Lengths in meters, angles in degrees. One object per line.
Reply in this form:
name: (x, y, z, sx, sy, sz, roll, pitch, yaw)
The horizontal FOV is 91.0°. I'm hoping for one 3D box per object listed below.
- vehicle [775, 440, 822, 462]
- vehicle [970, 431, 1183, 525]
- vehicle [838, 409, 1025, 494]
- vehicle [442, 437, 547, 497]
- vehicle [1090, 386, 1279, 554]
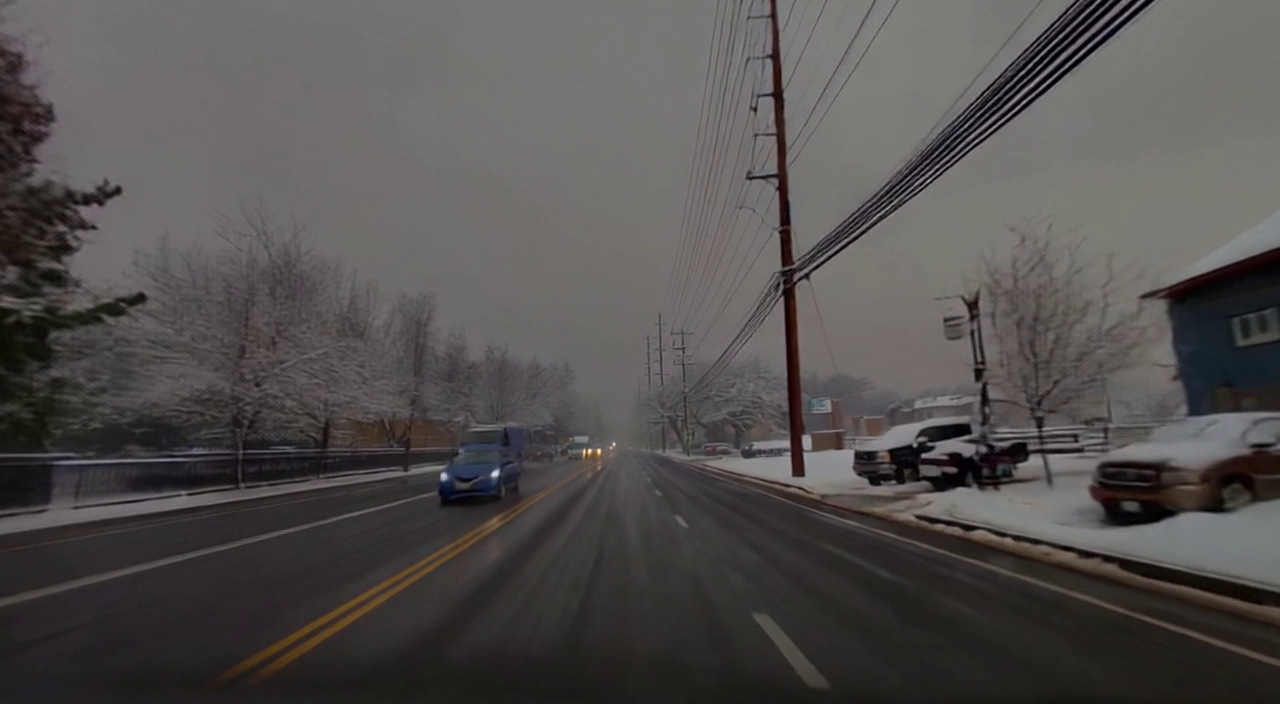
vehicle: (11.679, 7.298, 46.656, 2.143, 1.518, 4.893, 0, -8, -1)
vehicle: (9.177, 2.504, 13.149, 4.480, 1.616, 2.180, 6, -10, -36)
vehicle: (9.484, 3.135, 20.204, 6.532, 2.291, 2.575, 6, -10, -37)
vehicle: (-4.180, 3.368, 18.852, 1.998, 1.562, 4.433, 0, -8, 1)
vehicle: (9.662, 1.751, 9.888, 5.414, 2.035, 2.476, 6, -10, -36)
